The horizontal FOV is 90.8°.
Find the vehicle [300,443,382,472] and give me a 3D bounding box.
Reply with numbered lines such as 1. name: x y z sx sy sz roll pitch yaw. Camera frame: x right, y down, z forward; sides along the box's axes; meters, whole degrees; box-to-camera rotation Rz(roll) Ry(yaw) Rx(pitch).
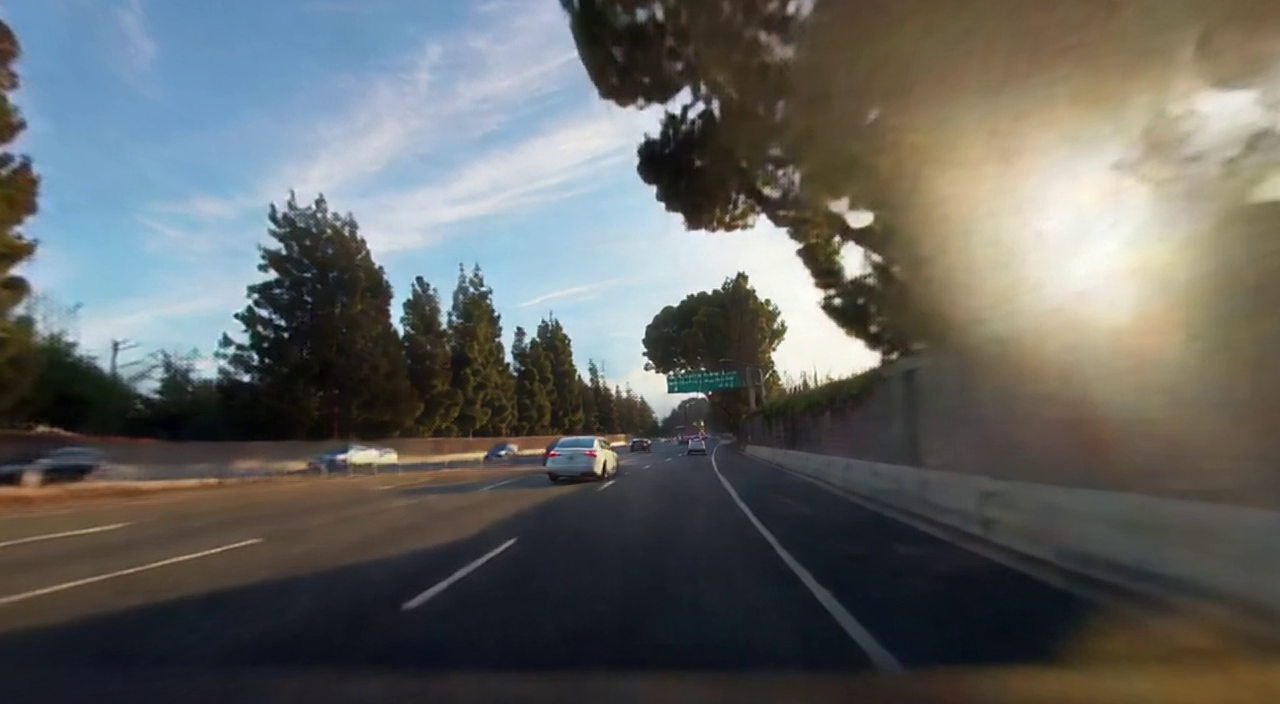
1. vehicle: -16.173 5.718 34.465 1.985 1.475 4.483 -1 -8 5

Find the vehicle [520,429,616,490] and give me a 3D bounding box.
1. vehicle: -2.056 3.274 19.615 2.082 1.638 4.644 -1 -8 5

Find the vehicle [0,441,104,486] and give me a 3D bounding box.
1. vehicle: -23.930 4.326 24.822 1.852 1.614 4.189 -1 -8 5
